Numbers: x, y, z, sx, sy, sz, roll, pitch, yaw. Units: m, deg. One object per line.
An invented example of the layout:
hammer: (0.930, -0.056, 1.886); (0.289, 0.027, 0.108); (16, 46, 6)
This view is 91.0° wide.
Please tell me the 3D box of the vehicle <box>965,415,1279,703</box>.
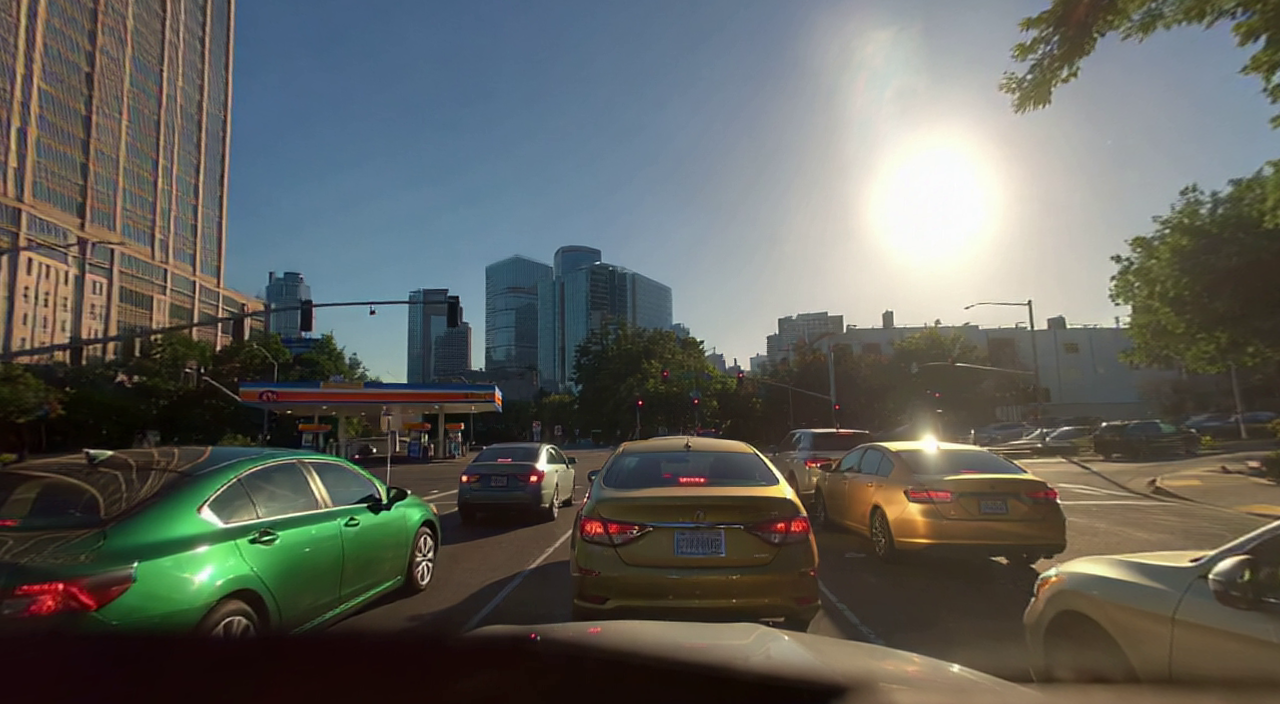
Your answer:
vehicle: (4.174, 1.136, 3.610); (1.950, 1.497, 4.686); (0, -9, -3)

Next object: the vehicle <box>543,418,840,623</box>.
vehicle: (0.330, 1.586, 6.940); (2.220, 1.507, 4.317); (0, -9, -2)

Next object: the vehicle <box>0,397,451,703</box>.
vehicle: (-3.013, 1.249, 4.613); (1.887, 1.493, 4.255); (0, -9, 1)

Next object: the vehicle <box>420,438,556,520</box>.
vehicle: (-3.078, 2.648, 13.708); (1.867, 1.474, 4.237); (0, -9, 1)

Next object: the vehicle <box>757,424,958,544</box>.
vehicle: (3.378, 2.132, 10.793); (1.947, 1.630, 4.127); (0, -9, 0)
